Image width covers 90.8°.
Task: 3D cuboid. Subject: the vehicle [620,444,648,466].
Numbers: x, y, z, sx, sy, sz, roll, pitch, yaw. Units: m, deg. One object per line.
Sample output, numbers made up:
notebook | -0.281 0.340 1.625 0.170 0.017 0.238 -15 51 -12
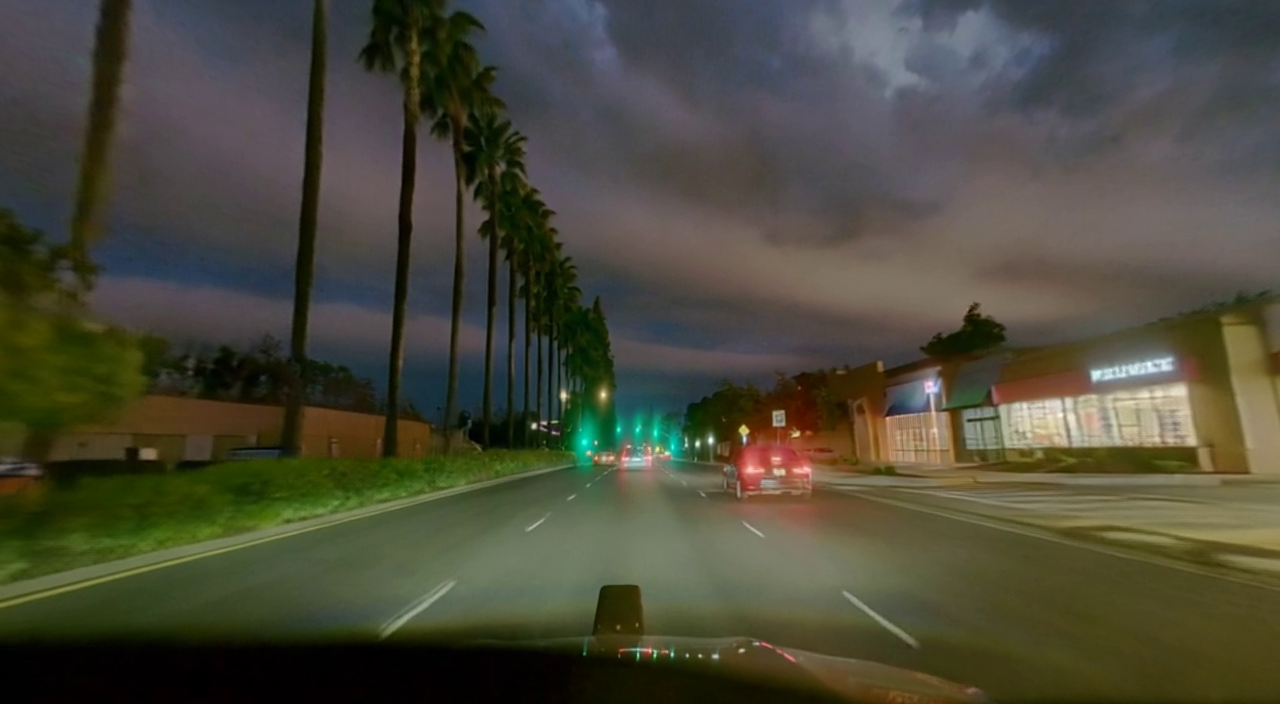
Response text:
vehicle | -0.477 8.088 49.636 2.102 1.653 3.698 0 -9 -1

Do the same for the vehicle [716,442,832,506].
vehicle | 3.507 3.290 17.569 2.090 1.503 4.566 0 -9 -2
